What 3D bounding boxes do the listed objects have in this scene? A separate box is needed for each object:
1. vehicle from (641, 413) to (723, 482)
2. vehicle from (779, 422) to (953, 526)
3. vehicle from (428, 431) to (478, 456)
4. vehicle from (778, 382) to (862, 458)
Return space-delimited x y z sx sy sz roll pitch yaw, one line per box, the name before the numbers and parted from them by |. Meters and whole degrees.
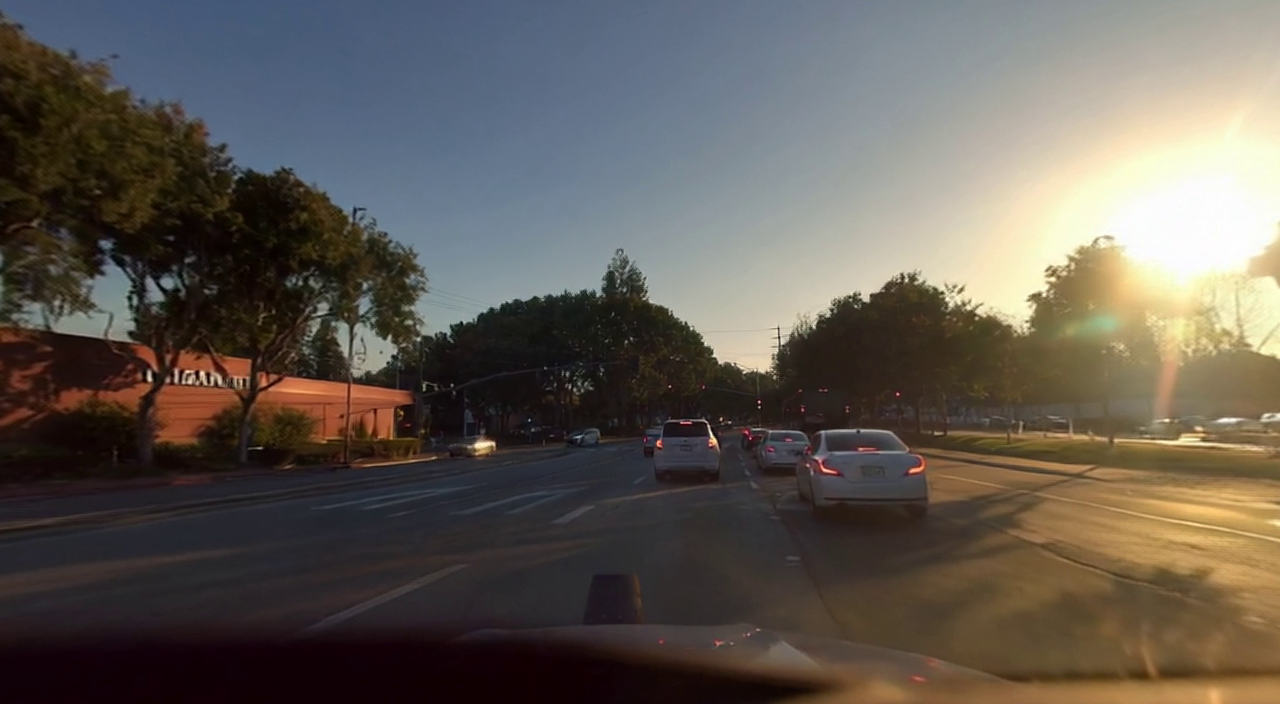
vehicle | 1.436 2.984 19.717 2.188 1.892 4.488 -1 -9 8
vehicle | 3.824 2.139 11.621 2.109 1.500 4.585 -1 -9 8
vehicle | -13.428 6.639 45.394 1.950 1.713 4.406 -1 -9 5
vehicle | 10.269 4.176 36.936 2.965 3.900 9.064 -1 -9 5
